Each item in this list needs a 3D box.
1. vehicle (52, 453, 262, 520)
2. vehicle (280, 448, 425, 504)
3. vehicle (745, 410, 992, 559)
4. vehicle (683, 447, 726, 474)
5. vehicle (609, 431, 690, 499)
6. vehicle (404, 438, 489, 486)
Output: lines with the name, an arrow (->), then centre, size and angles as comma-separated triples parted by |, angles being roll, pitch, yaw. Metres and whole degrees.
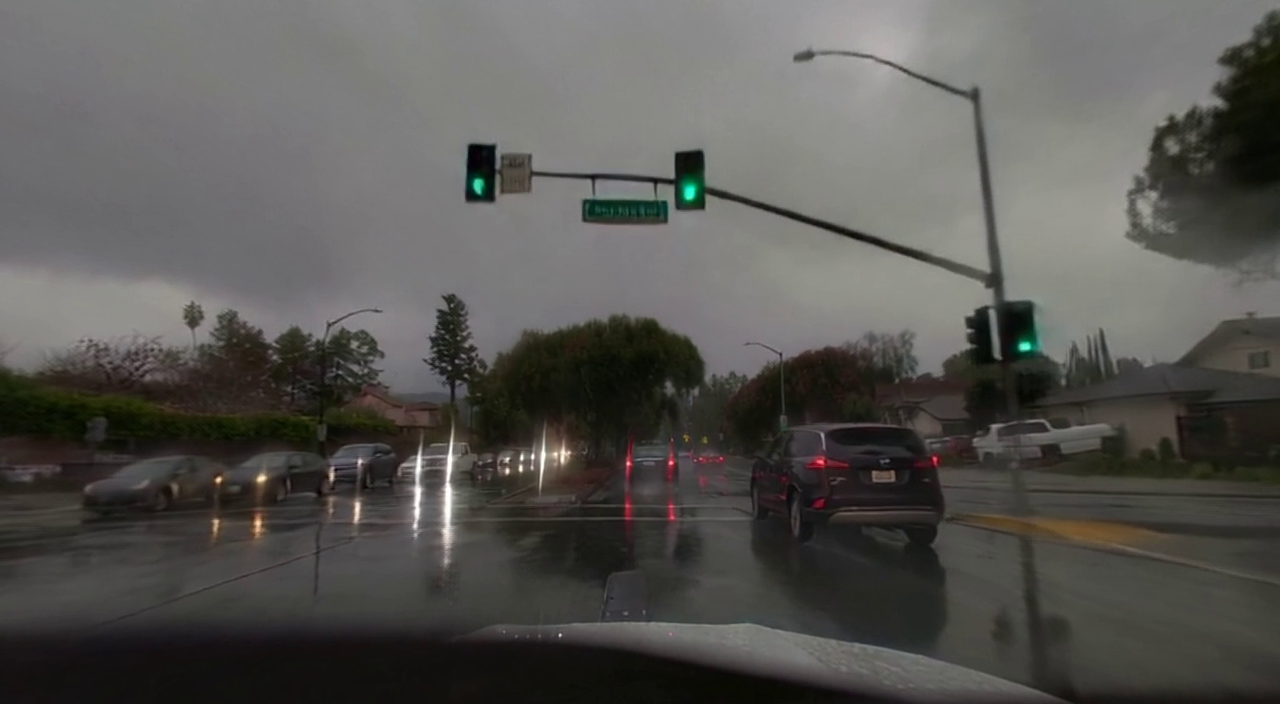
vehicle -> -12.306, 3.411, 16.561 | 1.959, 1.450, 4.487 | 0, -8, 0
vehicle -> -8.340, 3.627, 18.904 | 2.083, 1.420, 4.702 | 0, -8, 1
vehicle -> 3.175, 1.944, 9.969 | 2.166, 1.799, 4.372 | 0, -8, -1
vehicle -> 3.814, 6.457, 37.879 | 2.096, 1.489, 4.757 | 0, -8, 0
vehicle -> 0.275, 3.401, 19.435 | 2.185, 1.822, 4.391 | 0, -8, 0
vehicle -> -8.487, 4.839, 28.153 | 2.182, 1.939, 4.889 | 0, -8, 1
